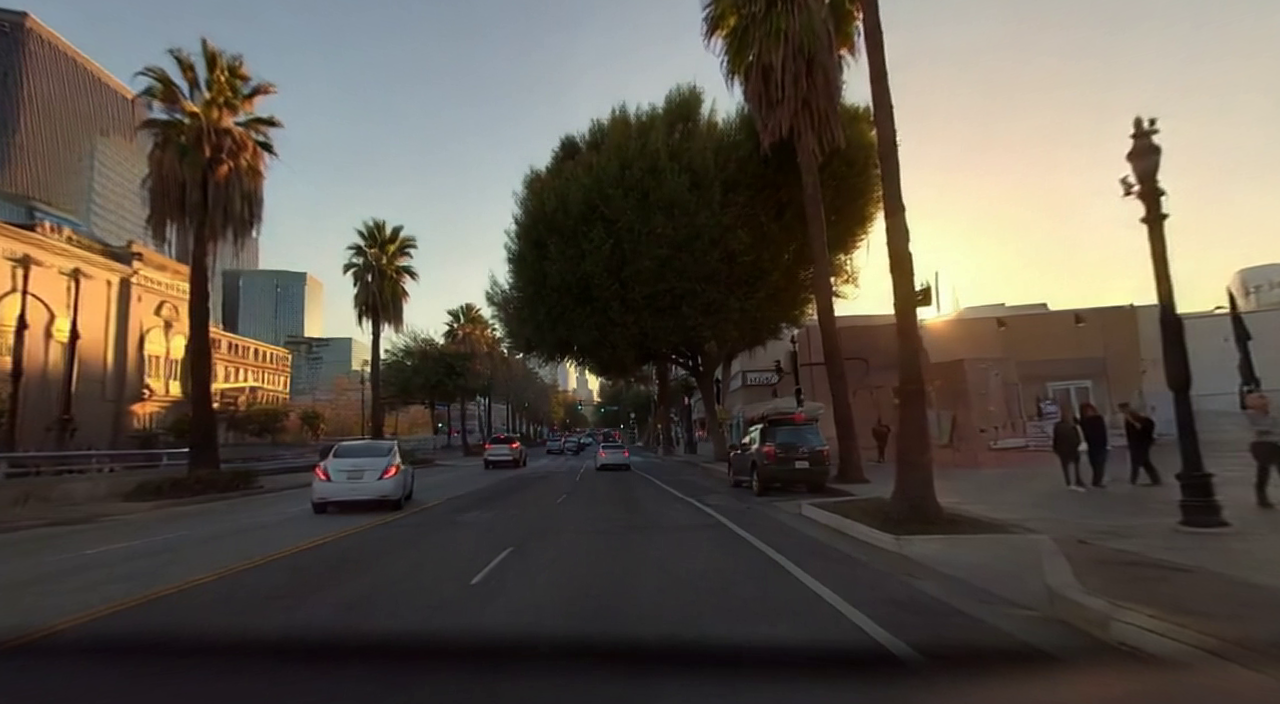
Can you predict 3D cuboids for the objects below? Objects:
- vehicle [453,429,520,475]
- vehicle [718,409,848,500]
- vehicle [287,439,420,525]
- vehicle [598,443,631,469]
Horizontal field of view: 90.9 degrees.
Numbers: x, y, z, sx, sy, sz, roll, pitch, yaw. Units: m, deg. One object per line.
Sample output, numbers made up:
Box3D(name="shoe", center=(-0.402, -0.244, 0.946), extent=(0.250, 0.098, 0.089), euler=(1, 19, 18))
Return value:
Box3D(name="vehicle", center=(-7.342, 4.852, 30.762), extent=(2.164, 2.047, 5.455), euler=(0, -9, -3))
Box3D(name="vehicle", center=(3.751, 2.835, 17.705), extent=(2.126, 2.167, 5.098), euler=(0, -9, -4))
Box3D(name="vehicle", center=(-5.905, 2.659, 13.573), extent=(1.930, 1.477, 4.657), euler=(2, -9, -17))
Box3D(name="vehicle", center=(-1.662, 6.522, 39.696), extent=(1.972, 1.473, 4.000), euler=(0, -9, -4))
